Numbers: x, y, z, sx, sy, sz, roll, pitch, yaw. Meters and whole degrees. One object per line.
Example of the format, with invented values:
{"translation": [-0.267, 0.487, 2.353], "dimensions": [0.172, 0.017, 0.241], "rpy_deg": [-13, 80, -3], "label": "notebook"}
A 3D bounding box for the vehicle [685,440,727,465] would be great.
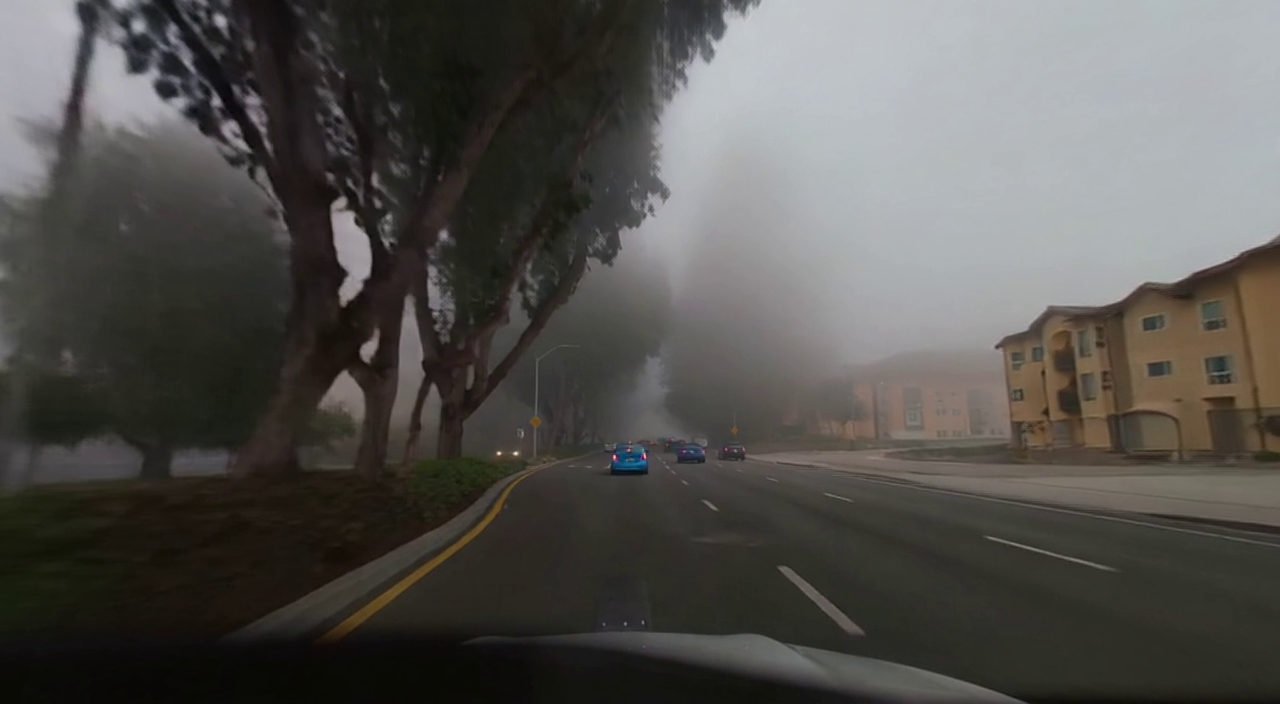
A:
{"translation": [4.148, 6.454, 40.521], "dimensions": [2.067, 1.514, 4.188], "rpy_deg": [0, -8, -3], "label": "vehicle"}

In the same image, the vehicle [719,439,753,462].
{"translation": [7.414, 7.660, 49.263], "dimensions": [1.972, 1.700, 4.269], "rpy_deg": [0, -8, 0], "label": "vehicle"}

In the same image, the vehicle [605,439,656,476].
{"translation": [-0.389, 4.633, 27.931], "dimensions": [2.102, 1.481, 3.907], "rpy_deg": [0, -8, 0], "label": "vehicle"}
